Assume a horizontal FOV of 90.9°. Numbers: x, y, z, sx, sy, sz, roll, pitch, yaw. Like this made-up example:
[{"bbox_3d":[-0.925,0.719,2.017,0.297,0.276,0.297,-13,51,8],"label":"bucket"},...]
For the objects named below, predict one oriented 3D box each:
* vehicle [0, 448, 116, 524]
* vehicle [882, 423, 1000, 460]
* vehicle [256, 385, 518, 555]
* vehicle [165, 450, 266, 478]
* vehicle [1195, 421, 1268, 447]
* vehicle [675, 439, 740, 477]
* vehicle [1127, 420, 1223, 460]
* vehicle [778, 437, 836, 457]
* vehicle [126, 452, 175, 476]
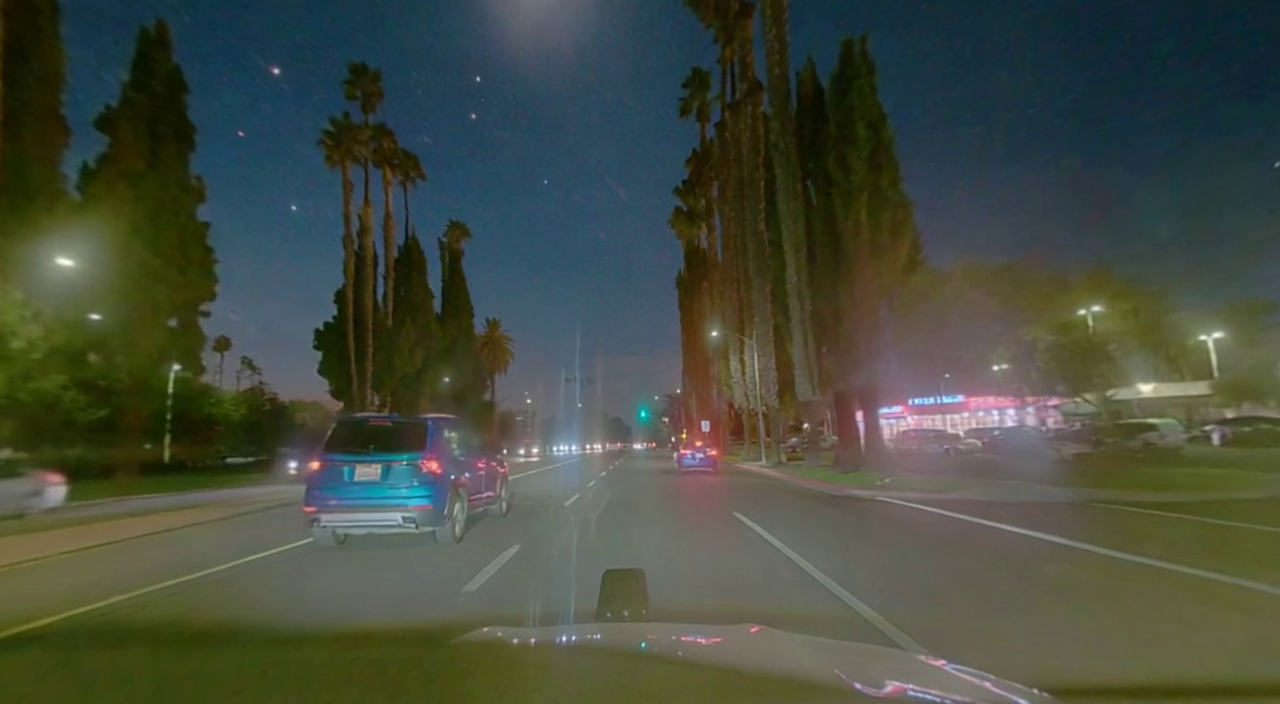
[{"bbox_3d":[-14.006,2.811,13.273,1.915,1.500,4.681,0,-8,0],"label":"vehicle"},{"bbox_3d":[14.391,4.351,30.377,1.887,1.630,4.705,6,-11,-37],"label":"vehicle"},{"bbox_3d":[-3.435,1.727,9.780,2.152,1.987,4.527,0,-9,0],"label":"vehicle"},{"bbox_3d":[-26.918,7.049,40.055,5.072,1.606,2.046,7,-11,-39],"label":"vehicle"},{"bbox_3d":[39.365,5.514,42.081,1.982,1.611,4.314,-4,-9,21],"label":"vehicle"},{"bbox_3d":[2.825,4.566,27.434,1.919,1.472,4.470,1,-9,-6],"label":"vehicle"},{"bbox_3d":[26.719,4.448,31.714,1.993,1.806,4.813,-4,-9,20],"label":"vehicle"},{"bbox_3d":[12.334,7.020,46.597,1.874,1.386,3.745,6,-11,-37],"label":"vehicle"},{"bbox_3d":[-37.005,8.417,47.584,4.378,1.687,1.968,-8,-11,40],"label":"vehicle"}]
